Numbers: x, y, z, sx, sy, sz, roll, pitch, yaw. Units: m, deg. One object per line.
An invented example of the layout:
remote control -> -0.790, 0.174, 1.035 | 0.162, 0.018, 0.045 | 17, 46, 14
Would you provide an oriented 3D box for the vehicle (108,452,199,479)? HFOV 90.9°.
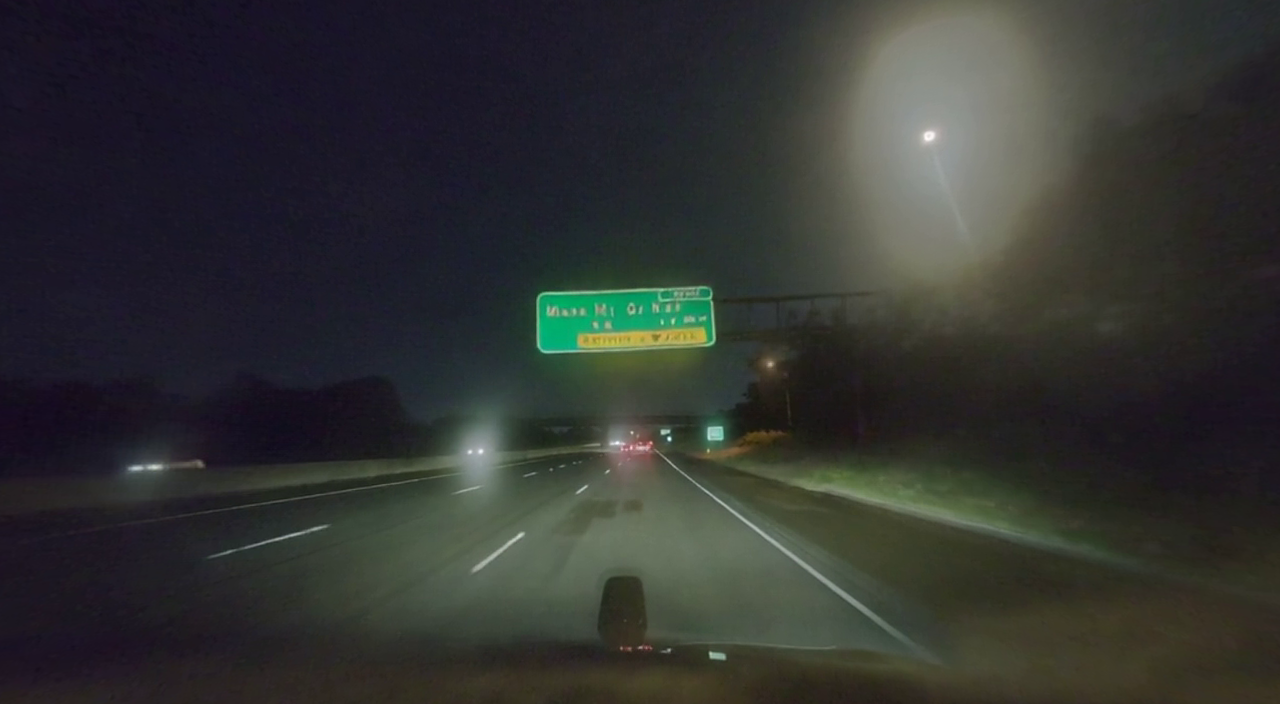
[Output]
vehicle -> -28.867, 6.743, 37.604 | 1.859, 1.451, 4.394 | 0, -8, 1
